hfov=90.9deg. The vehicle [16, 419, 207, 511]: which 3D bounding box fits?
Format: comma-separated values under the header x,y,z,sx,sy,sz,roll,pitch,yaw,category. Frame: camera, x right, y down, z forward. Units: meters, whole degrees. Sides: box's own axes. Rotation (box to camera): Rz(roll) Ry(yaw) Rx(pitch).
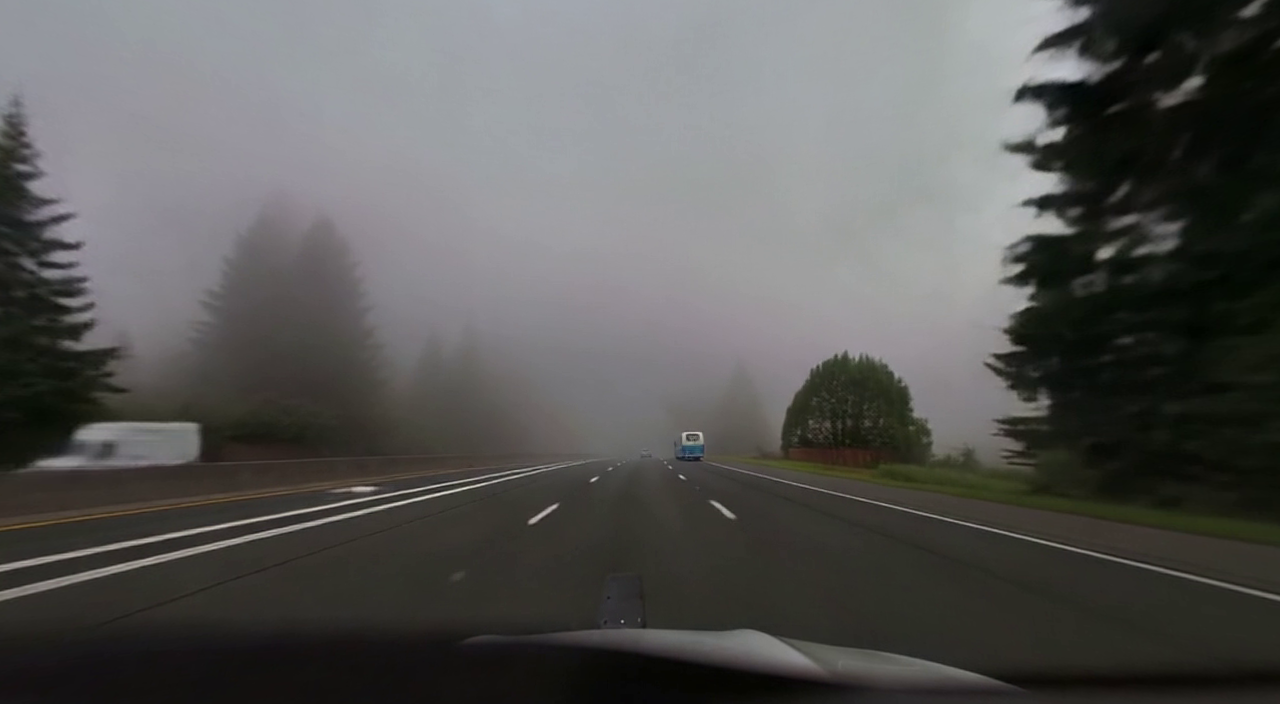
x,y,z,sx,sy,sz,roll,pitch,yaw,category
-20.029,4.288,24.394,2.412,3.107,5.502,0,-9,1,vehicle
